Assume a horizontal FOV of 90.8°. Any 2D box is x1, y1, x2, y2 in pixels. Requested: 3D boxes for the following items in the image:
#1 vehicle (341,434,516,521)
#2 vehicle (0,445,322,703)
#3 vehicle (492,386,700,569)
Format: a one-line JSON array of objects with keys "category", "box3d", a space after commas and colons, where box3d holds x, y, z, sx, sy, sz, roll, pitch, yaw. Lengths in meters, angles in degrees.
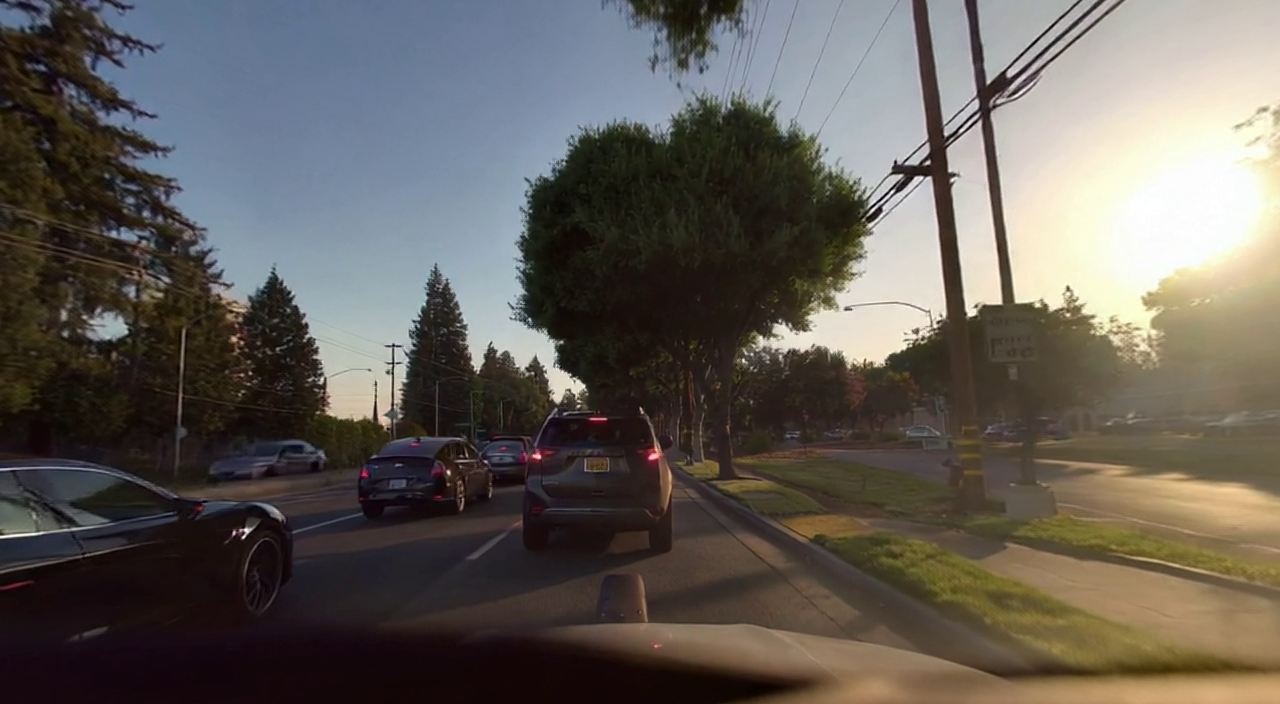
[{"category": "vehicle", "box3d": [-4.077, 2.486, 13.120, 2.087, 1.485, 4.452, 0, -8, 0]}, {"category": "vehicle", "box3d": [-3.743, 1.150, 3.274, 1.865, 1.314, 4.461, 0, -8, 0]}, {"category": "vehicle", "box3d": [-0.450, 1.504, 8.154, 2.012, 1.769, 3.897, 0, -8, -1]}]
